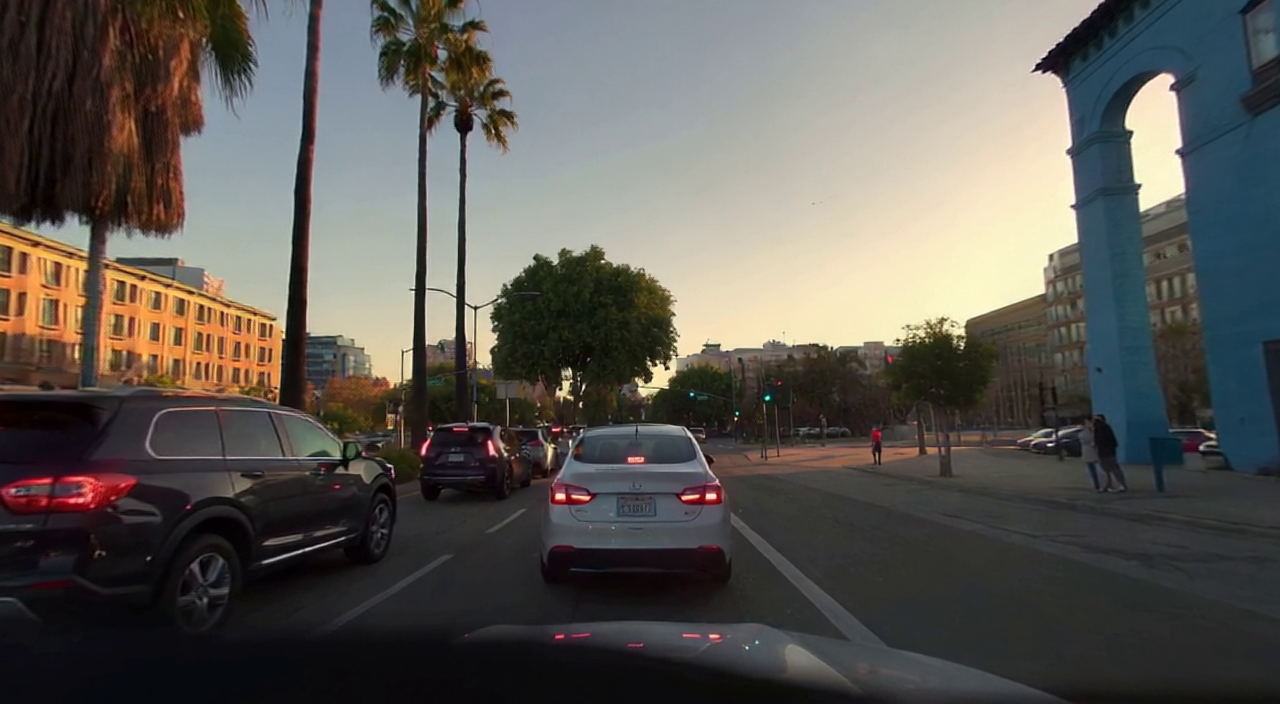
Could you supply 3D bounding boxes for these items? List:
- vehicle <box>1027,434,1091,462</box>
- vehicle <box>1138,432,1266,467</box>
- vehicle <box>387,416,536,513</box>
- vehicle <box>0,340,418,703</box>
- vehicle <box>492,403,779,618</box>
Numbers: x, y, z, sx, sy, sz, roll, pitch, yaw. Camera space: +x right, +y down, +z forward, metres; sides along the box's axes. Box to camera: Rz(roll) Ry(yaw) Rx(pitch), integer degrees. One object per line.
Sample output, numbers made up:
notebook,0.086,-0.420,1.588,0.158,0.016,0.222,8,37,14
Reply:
vehicle,26.280,6.061,39.705,1.882,1.672,3.957,-2,-9,11
vehicle,25.462,4.418,28.677,3.914,1.427,1.779,-2,-8,5
vehicle,-3.464,2.267,13.116,1.840,1.684,4.041,0,-8,1
vehicle,-3.533,1.124,5.091,1.914,1.741,4.398,0,-8,-1
vehicle,-0.060,1.493,6.889,2.114,1.585,4.285,0,-8,-1
